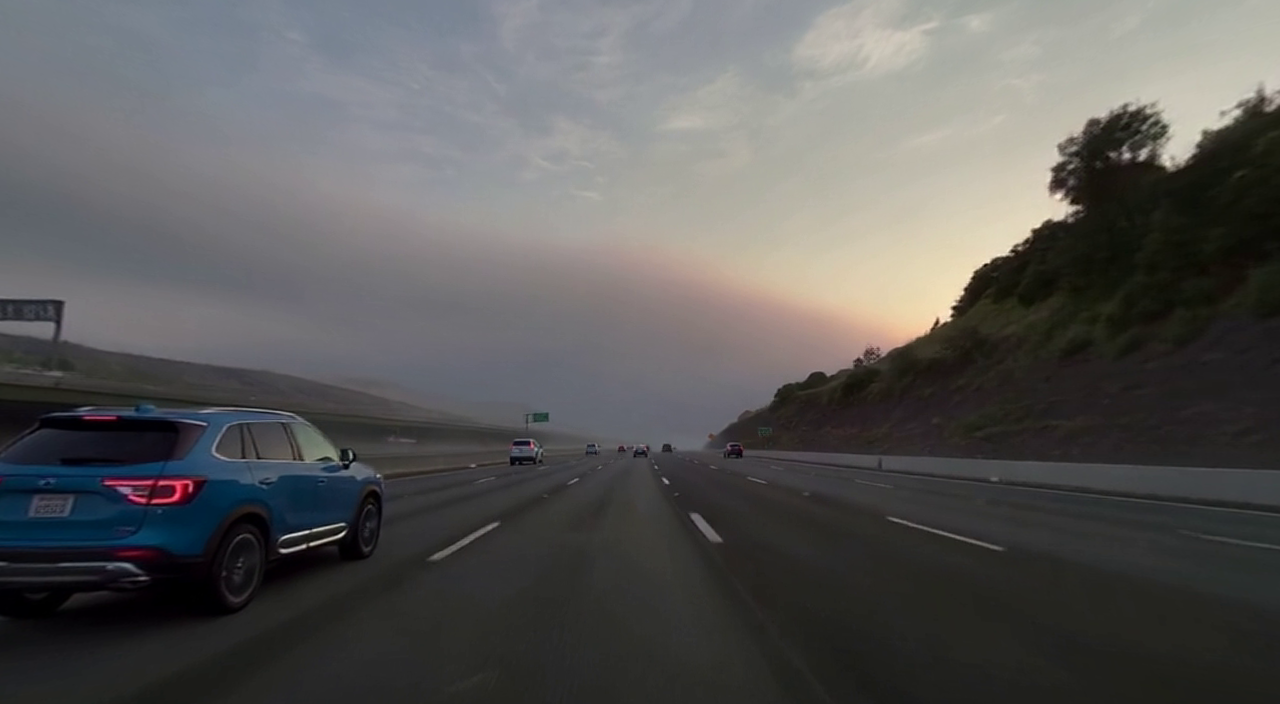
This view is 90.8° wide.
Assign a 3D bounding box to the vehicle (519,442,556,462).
[{"bbox_3d":[-7.983,7.845,49.566,2.054,1.474,4.450,0,-9,1],"label":"vehicle"}]

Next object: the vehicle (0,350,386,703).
[{"bbox_3d":[-3.816,1.114,4.480,2.047,1.715,4.689,0,-9,0],"label":"vehicle"}]
